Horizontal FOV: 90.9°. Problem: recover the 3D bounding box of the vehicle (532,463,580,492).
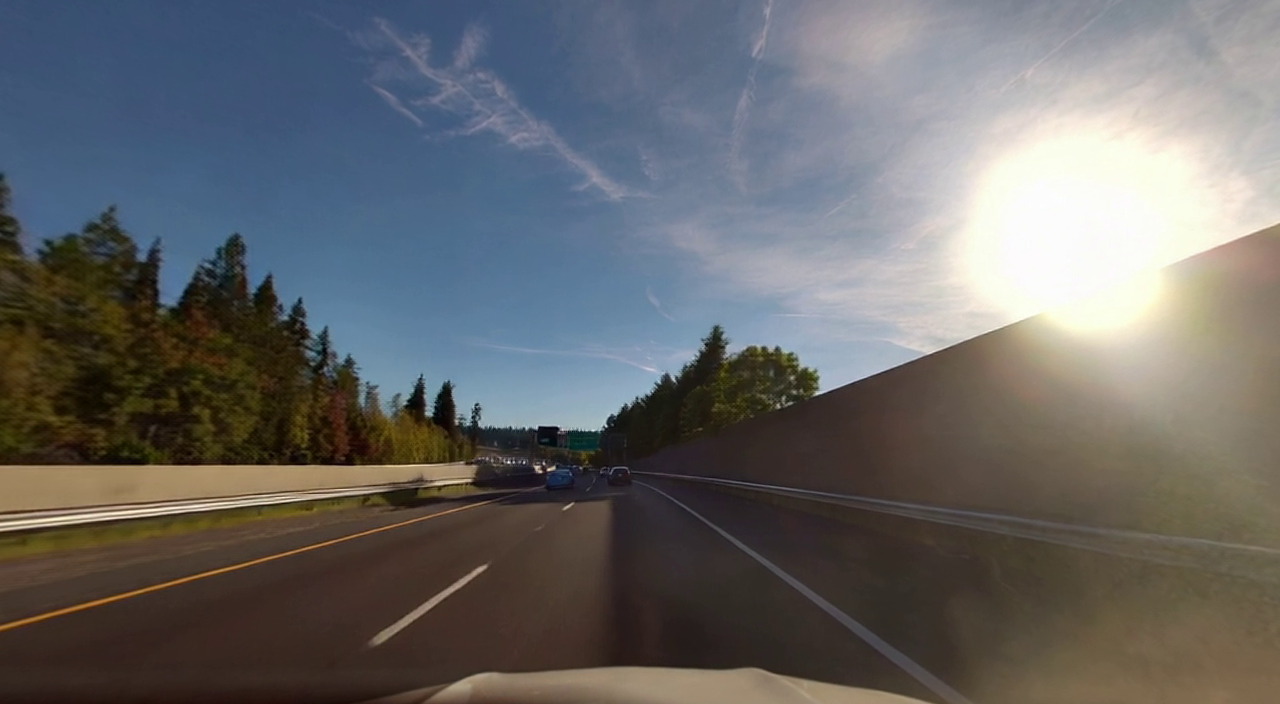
[{"bbox_3d":[-4.797,7.296,36.659,2.310,1.521,4.731,1,-11,-3],"label":"vehicle"}]
